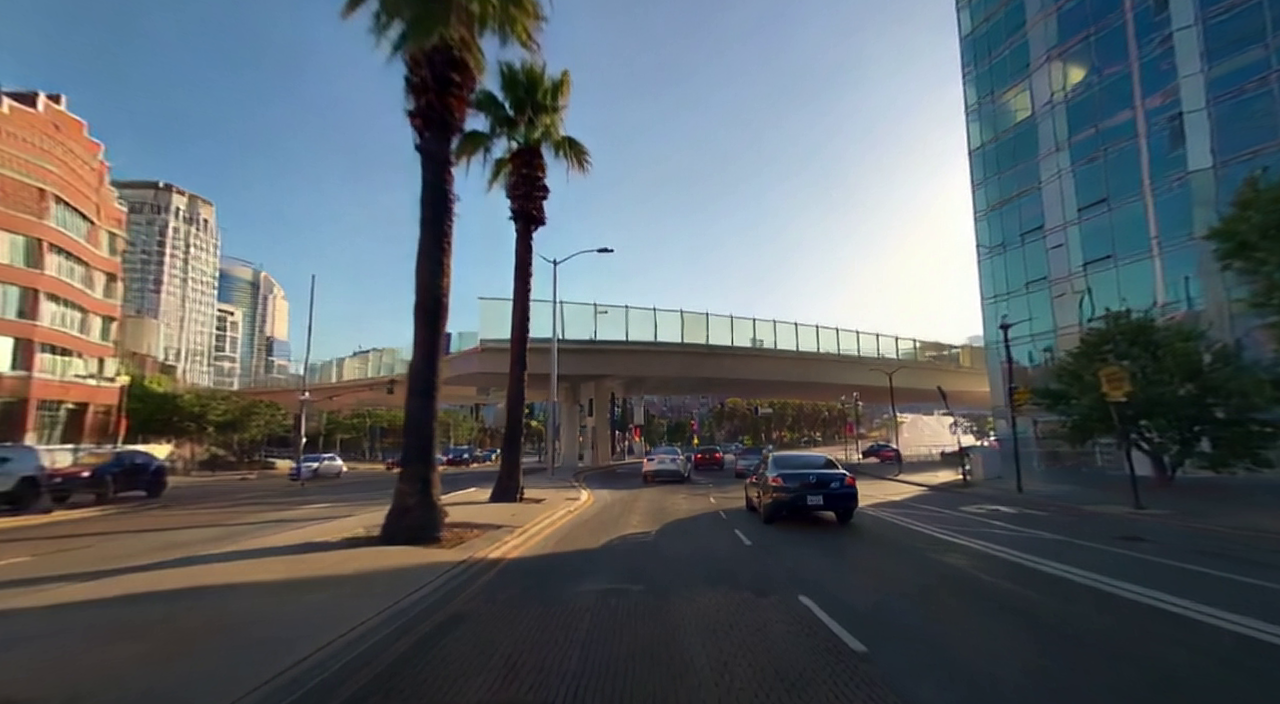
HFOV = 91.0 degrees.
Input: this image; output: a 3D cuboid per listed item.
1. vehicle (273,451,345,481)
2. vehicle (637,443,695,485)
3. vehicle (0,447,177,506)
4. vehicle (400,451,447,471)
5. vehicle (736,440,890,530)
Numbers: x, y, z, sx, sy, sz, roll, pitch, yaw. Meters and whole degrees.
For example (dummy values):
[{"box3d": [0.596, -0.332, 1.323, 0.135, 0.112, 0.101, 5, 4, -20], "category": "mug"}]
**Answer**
[{"box3d": [-19.226, 6.597, 36.769, 1.850, 1.590, 4.201, 0, -9, 1], "category": "vehicle"}, {"box3d": [1.115, 4.421, 25.036, 2.077, 1.518, 3.760, -1, -9, 6], "category": "vehicle"}, {"box3d": [-19.057, 4.255, 22.019, 2.028, 1.808, 4.868, 0, -9, -2], "category": "vehicle"}, {"box3d": [-16.713, 8.439, 48.859, 1.912, 1.482, 4.495, 0, -9, 2], "category": "vehicle"}, {"box3d": [3.323, 2.643, 13.226, 2.051, 1.509, 4.933, 0, -9, 3], "category": "vehicle"}]
